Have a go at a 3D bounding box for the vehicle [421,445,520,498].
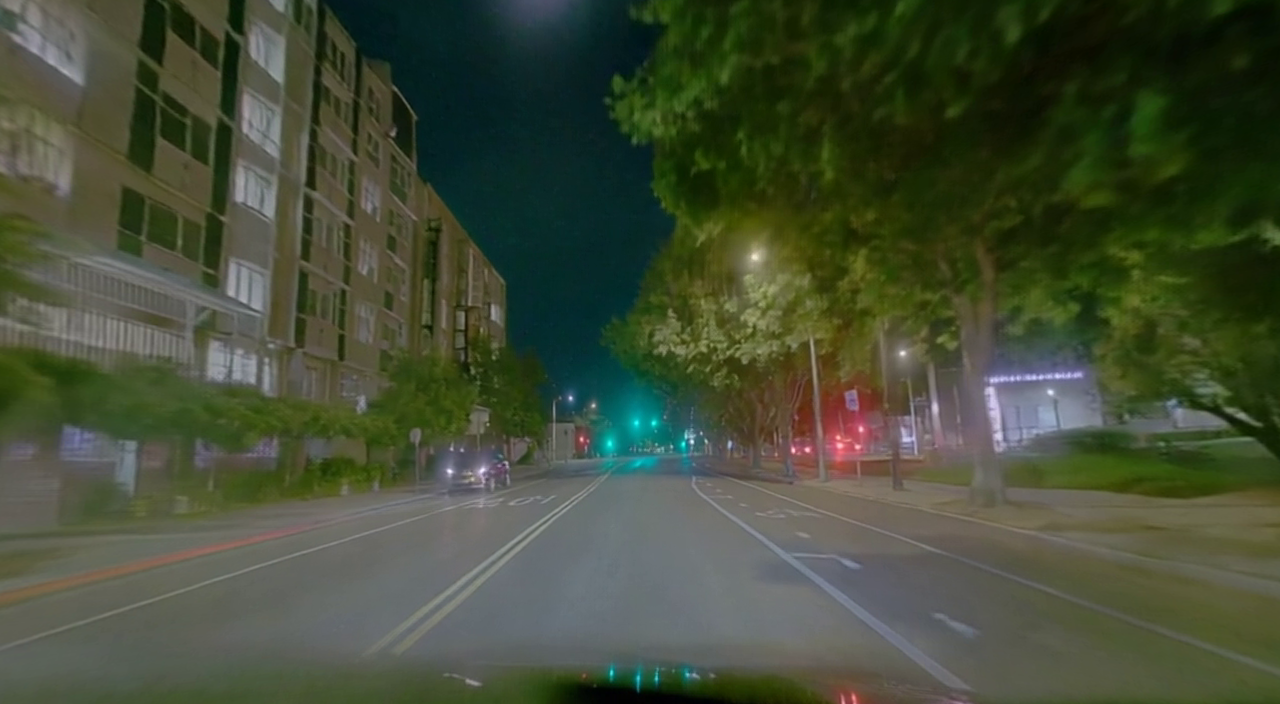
[{"bbox_3d":[-5.983,4.255,22.980,2.147,1.701,4.879,0,-8,1],"label":"vehicle"}]
